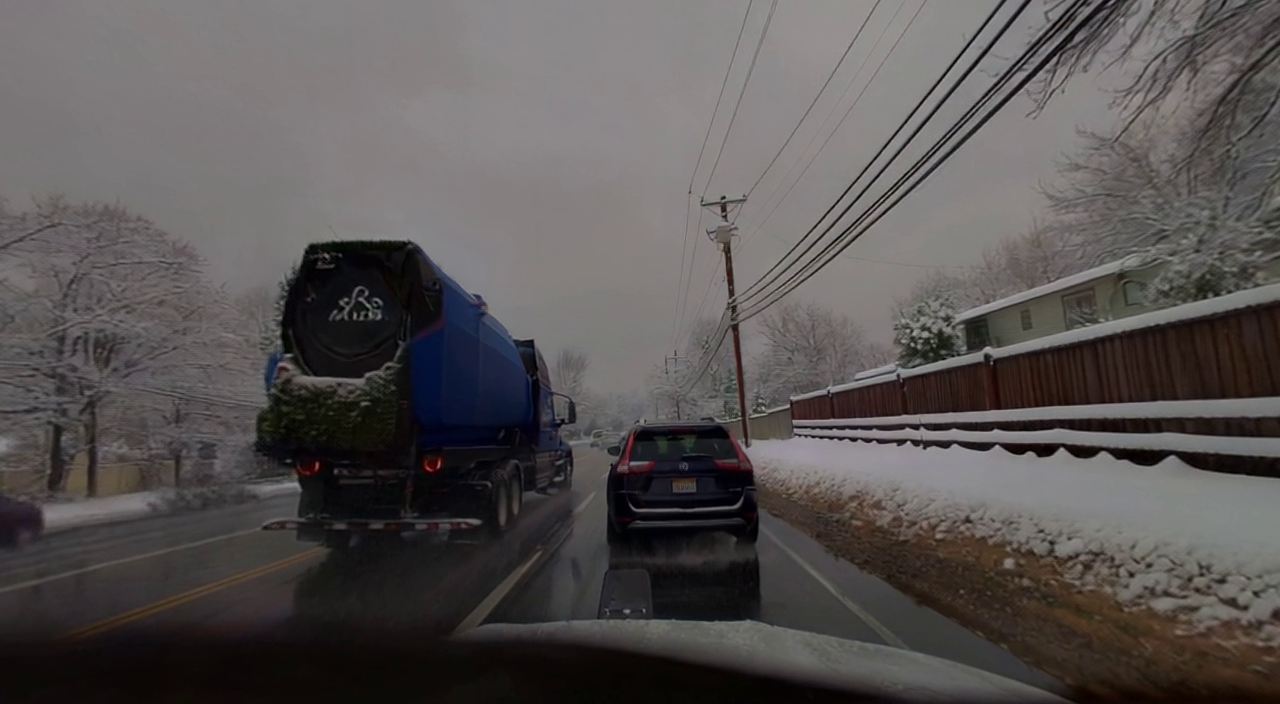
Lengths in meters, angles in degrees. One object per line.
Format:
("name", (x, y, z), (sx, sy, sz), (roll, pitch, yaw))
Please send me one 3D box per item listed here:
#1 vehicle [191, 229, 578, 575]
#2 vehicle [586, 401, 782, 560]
("vehicle", (-3.071, 1.126, 11.138), (2.928, 3.658, 8.980), (0, -9, 1))
("vehicle", (0.464, 1.738, 9.126), (2.174, 1.749, 4.113), (0, -9, -1))
